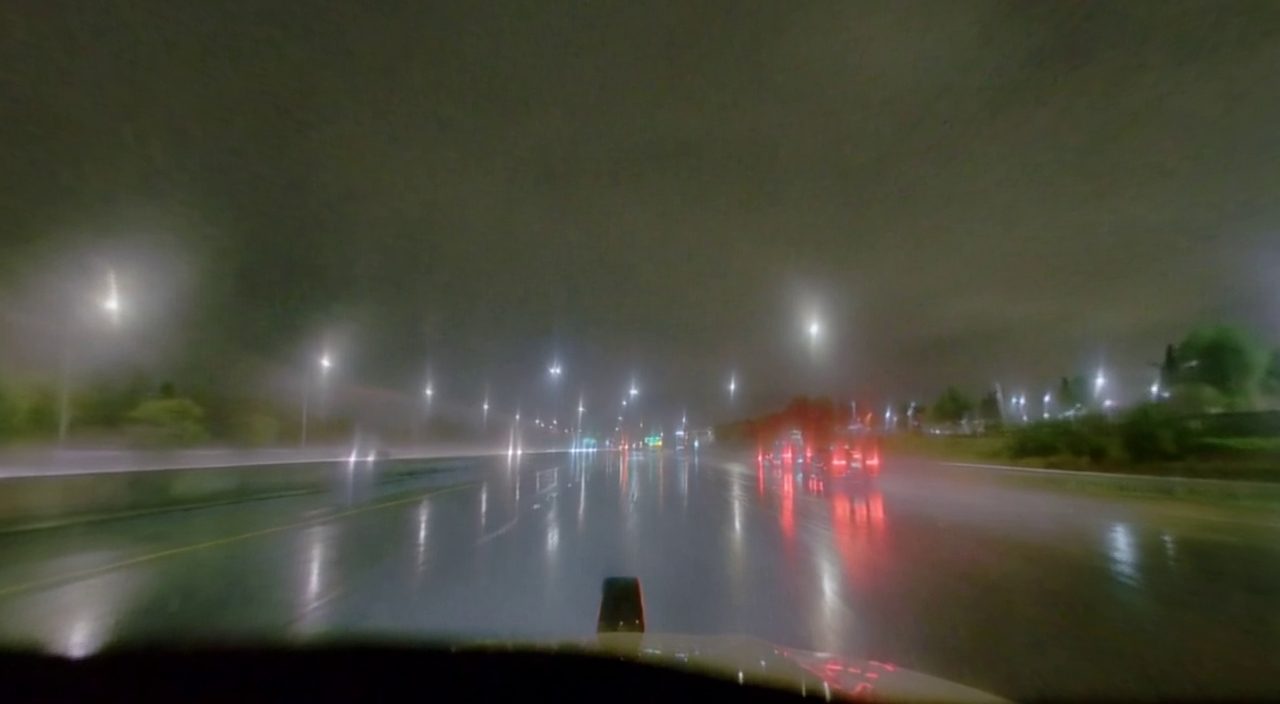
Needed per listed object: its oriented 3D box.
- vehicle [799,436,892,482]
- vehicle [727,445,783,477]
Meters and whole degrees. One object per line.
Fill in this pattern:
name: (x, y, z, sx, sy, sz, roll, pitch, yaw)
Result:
vehicle: (9.533, 5.013, 29.896, 2.387, 1.936, 5.646, 0, -9, -2)
vehicle: (5.972, 5.727, 33.269, 2.053, 1.553, 4.463, 0, -9, -1)
